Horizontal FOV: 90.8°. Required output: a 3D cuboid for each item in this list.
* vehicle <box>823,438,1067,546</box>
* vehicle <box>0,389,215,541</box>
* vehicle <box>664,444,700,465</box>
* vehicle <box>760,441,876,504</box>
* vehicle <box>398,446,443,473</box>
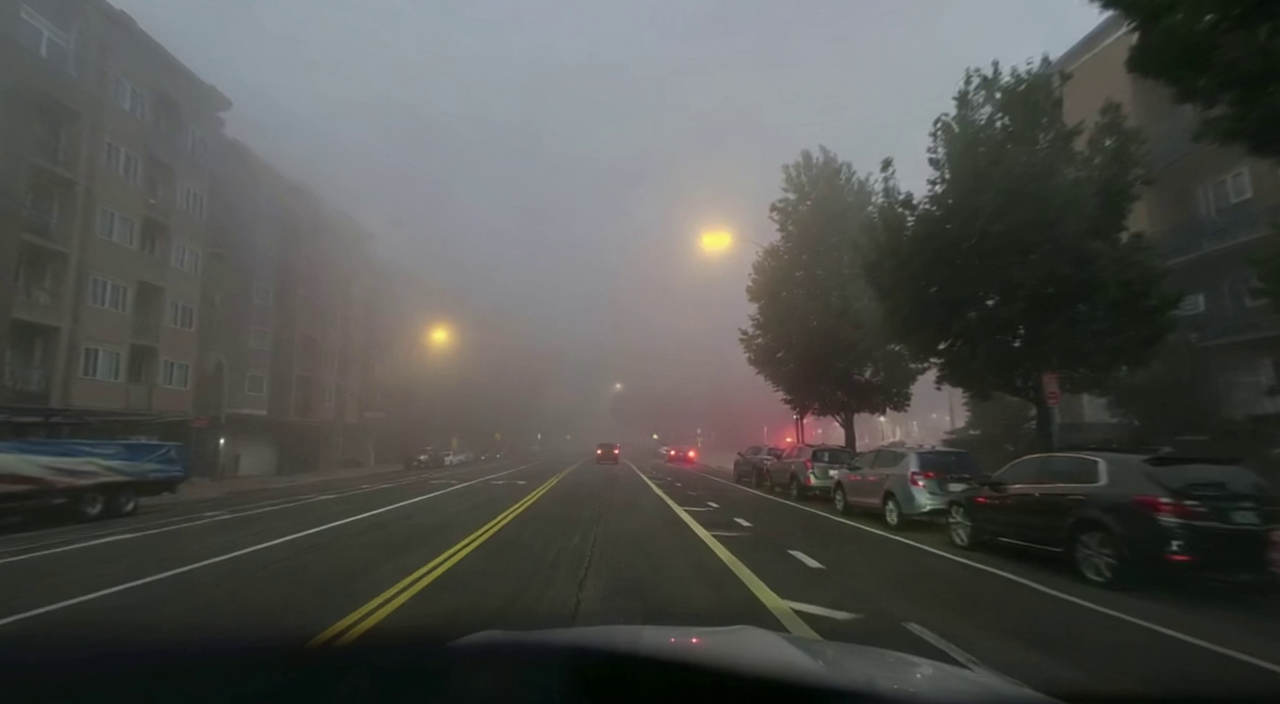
[{"bbox_3d":[4.999,2.330,11.313,2.049,1.507,4.585,0,-8,-1],"label":"vehicle"},{"bbox_3d":[-13.110,2.239,12.727,2.917,2.739,9.335,0,-8,-2],"label":"vehicle"},{"bbox_3d":[3.038,7.500,46.281,2.085,1.466,4.276,1,-8,-3],"label":"vehicle"},{"bbox_3d":[4.665,3.189,17.242,1.797,1.486,4.154,0,-8,-2],"label":"vehicle"},{"bbox_3d":[-14.883,7.308,43.096,1.908,1.694,4.306,1,-8,-6],"label":"vehicle"}]
